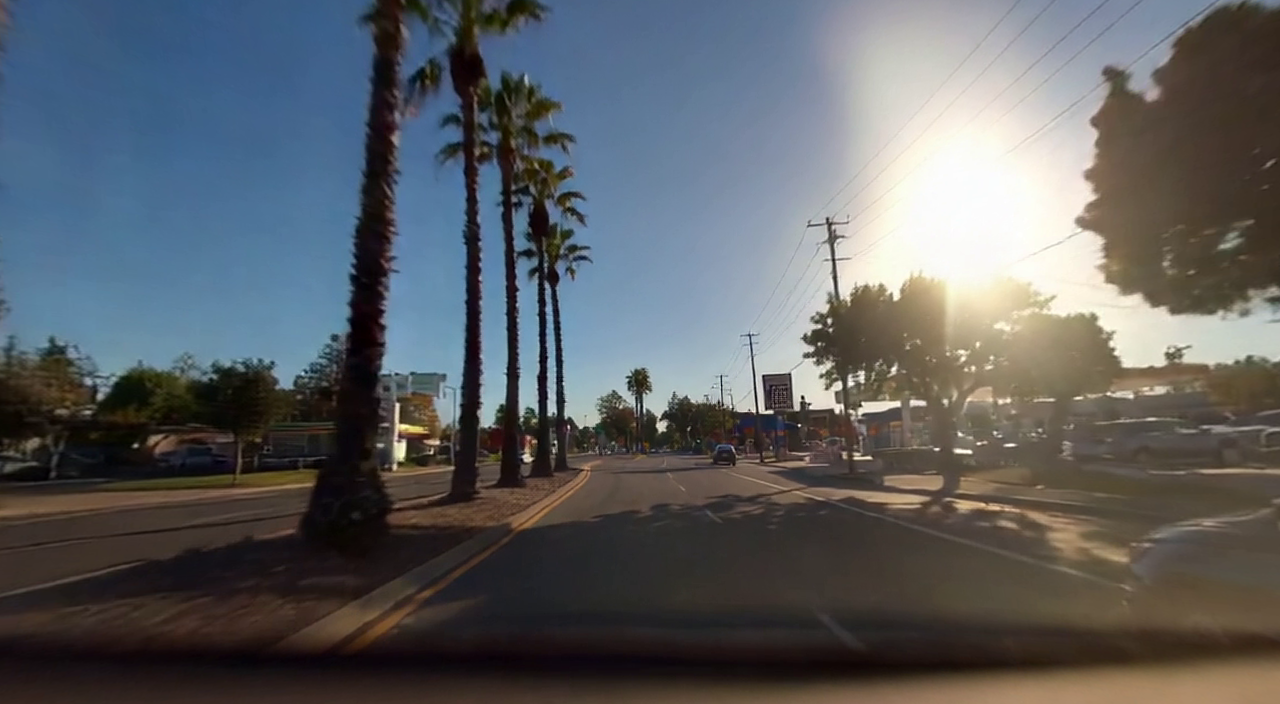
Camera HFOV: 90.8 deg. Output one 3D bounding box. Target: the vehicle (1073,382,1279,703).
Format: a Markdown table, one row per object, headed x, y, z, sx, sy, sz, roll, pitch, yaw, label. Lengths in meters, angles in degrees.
| x | y | z | sx | sy | sz | roll | pitch | yaw | label |
| --- | --- | --- | --- | --- | --- | --- | --- | --- | --- |
| 3.463 | 0.686 | 0.915 | 2.075 | 1.579 | 5.101 | 0 | -9 | 0 | vehicle |

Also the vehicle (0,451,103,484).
| x | y | z | sx | sy | sz | roll | pitch | yaw | label |
| --- | --- | --- | --- | --- | --- | --- | --- | --- | --- |
| -32.531 | 6.262 | 34.592 | 1.886 | 1.609 | 4.563 | -1 | -9 | 6 | vehicle |
